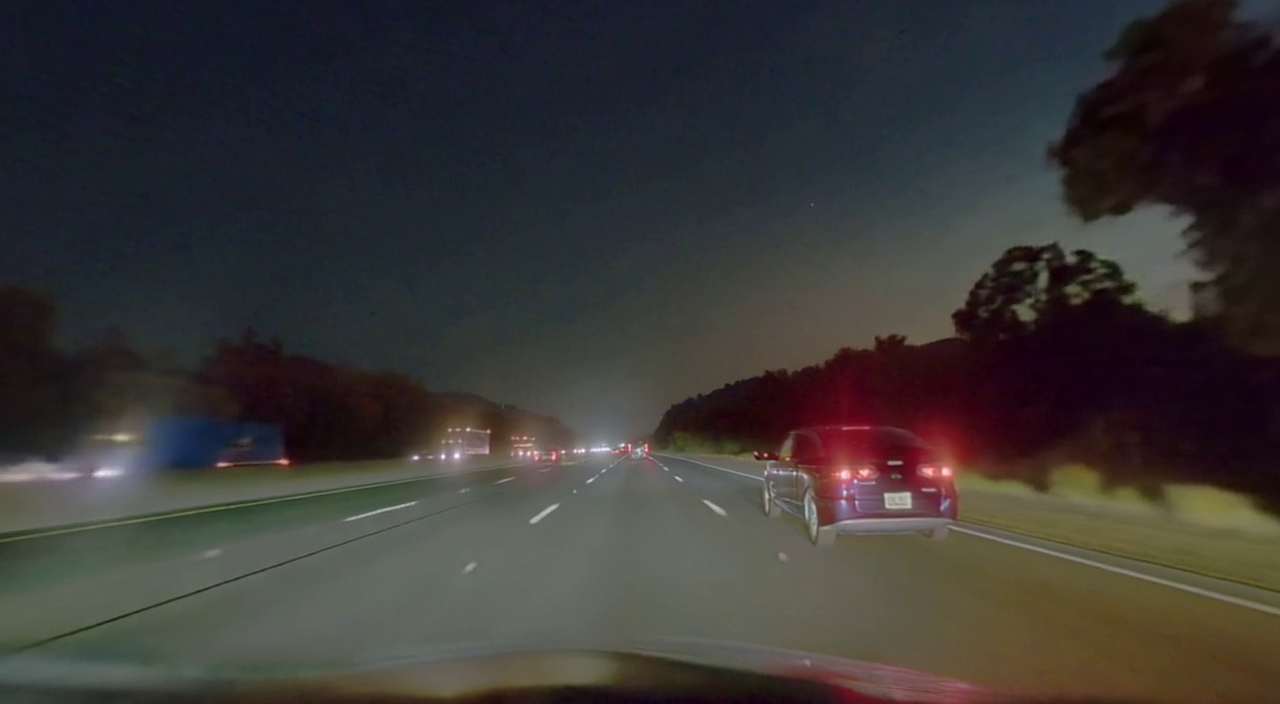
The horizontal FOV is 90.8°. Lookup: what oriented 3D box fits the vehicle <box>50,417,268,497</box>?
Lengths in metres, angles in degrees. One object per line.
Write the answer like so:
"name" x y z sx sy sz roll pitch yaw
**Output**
"vehicle" -19.420 4.336 26.425 2.726 2.788 8.084 0 -9 0
